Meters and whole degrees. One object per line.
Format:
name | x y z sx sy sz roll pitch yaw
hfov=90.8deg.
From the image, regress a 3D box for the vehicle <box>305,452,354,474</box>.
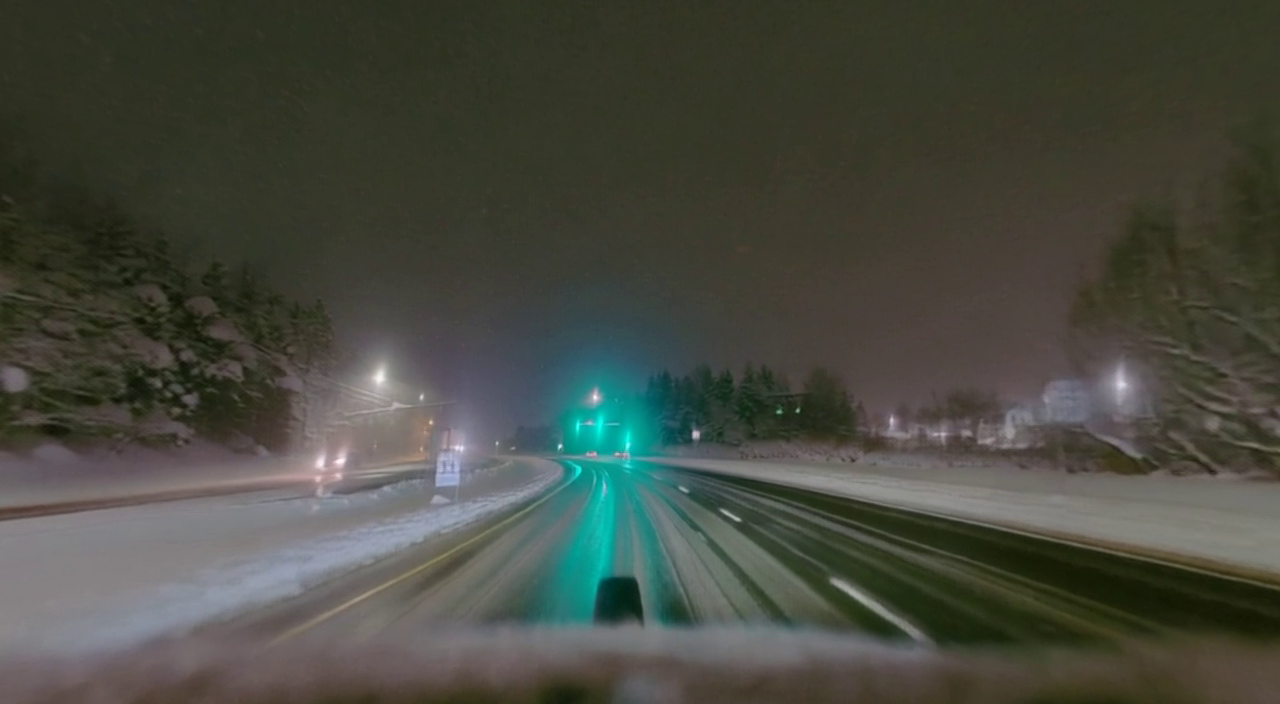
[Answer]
vehicle | -24.250 8.640 49.503 1.895 1.604 4.349 1 -8 -5
